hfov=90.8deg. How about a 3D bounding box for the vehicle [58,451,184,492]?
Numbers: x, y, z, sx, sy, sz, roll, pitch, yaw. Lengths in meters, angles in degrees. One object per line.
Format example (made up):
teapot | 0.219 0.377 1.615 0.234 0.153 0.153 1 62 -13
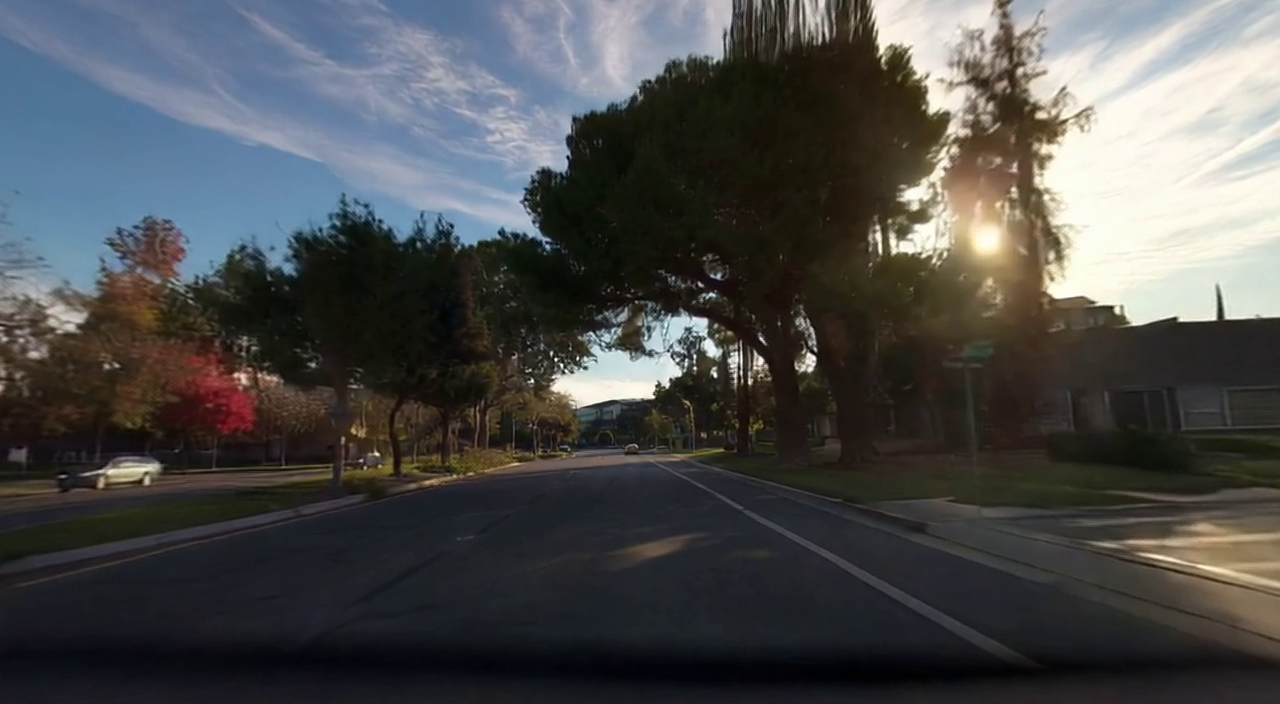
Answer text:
vehicle | -24.010 5.500 29.486 2.150 1.710 4.503 0 -8 -3
